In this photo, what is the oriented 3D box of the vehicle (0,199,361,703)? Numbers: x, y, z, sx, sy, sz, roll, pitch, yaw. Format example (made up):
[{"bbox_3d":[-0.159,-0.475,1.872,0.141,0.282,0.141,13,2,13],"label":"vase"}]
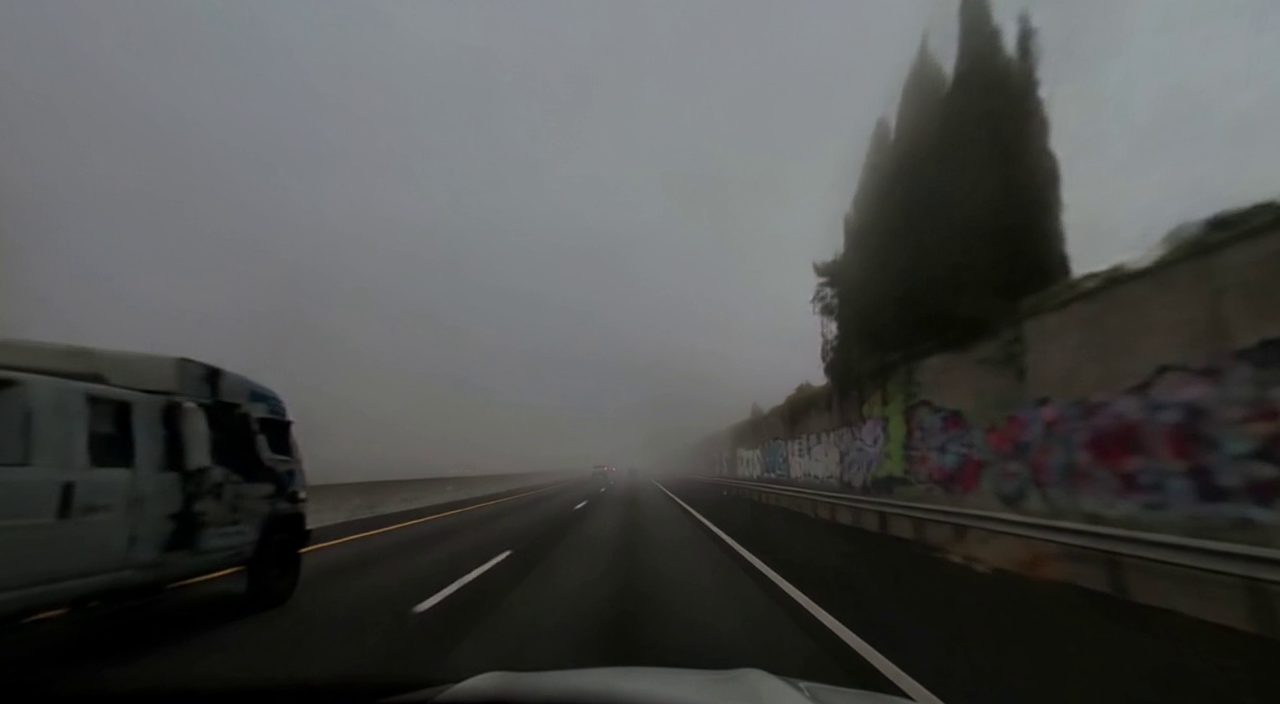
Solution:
[{"bbox_3d":[-4.272,0.637,3.557,2.597,2.434,6.020,1,-11,0],"label":"vehicle"}]
